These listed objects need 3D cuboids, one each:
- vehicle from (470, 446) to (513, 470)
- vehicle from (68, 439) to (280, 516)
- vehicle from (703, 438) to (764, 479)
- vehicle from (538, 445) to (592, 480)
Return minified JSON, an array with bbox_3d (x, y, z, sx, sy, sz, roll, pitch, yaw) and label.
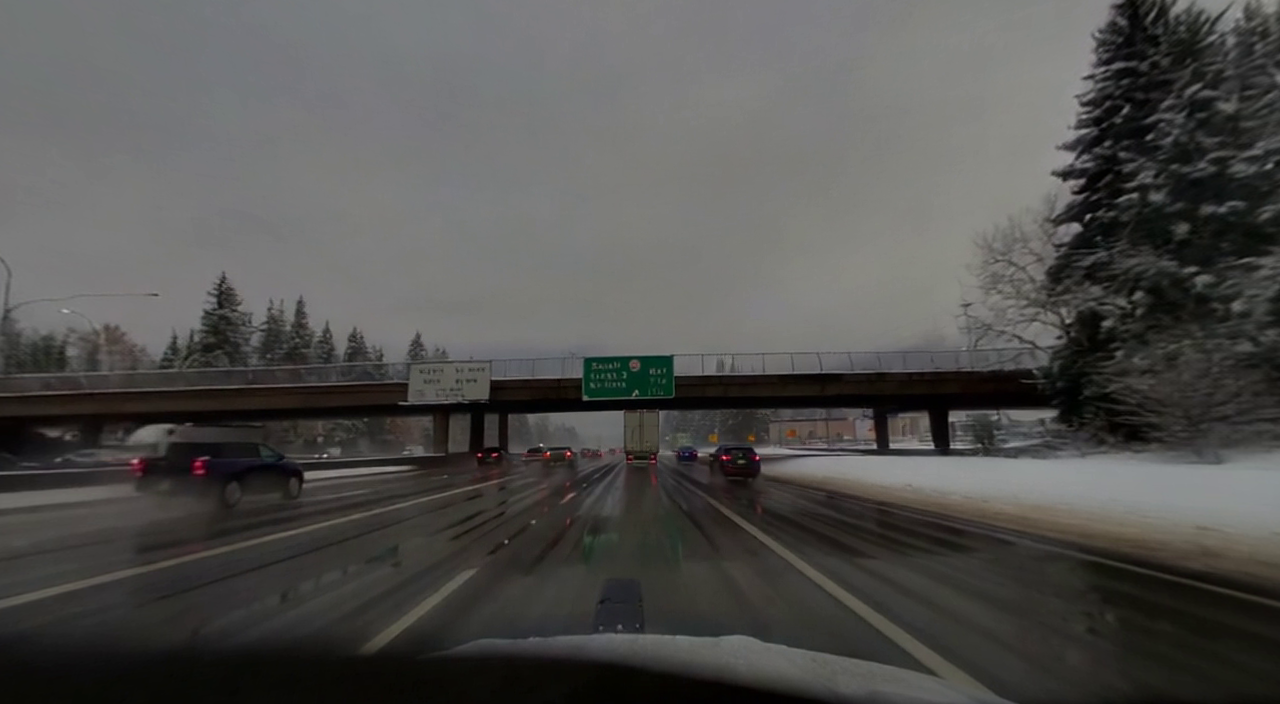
[{"bbox_3d":[-10.903,7.807,46.564,2.080,1.637,4.581,0,-9,0],"label":"vehicle"},{"bbox_3d":[-11.185,3.010,15.615,1.966,1.627,4.258,0,-9,0],"label":"vehicle"},{"bbox_3d":[4.216,4.883,29.062,2.107,1.707,4.445,0,-9,0],"label":"vehicle"},{"bbox_3d":[-3.580,5.340,30.778,2.083,1.576,4.307,0,-9,1],"label":"vehicle"}]
